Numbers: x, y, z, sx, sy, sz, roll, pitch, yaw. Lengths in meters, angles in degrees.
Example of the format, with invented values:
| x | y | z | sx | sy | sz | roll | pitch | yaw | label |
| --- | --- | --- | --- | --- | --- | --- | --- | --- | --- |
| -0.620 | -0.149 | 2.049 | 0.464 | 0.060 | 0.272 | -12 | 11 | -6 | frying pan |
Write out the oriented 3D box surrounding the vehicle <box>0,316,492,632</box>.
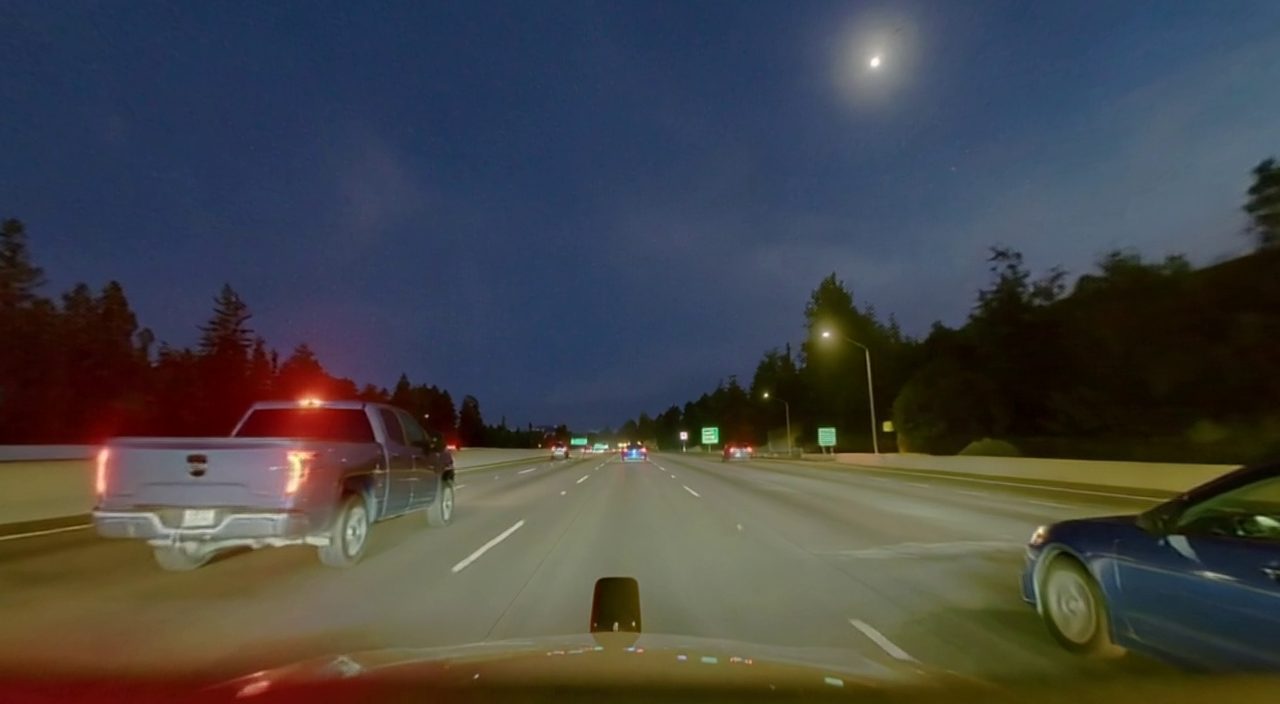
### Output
| x | y | z | sx | sy | sz | roll | pitch | yaw | label |
| --- | --- | --- | --- | --- | --- | --- | --- | --- | --- |
| -3.746 | 1.268 | 7.412 | 2.592 | 2.179 | 6.034 | 0 | -9 | 0 | vehicle |

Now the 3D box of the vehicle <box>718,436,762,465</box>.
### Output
| x | y | z | sx | sy | sz | roll | pitch | yaw | label |
| --- | --- | --- | --- | --- | --- | --- | --- | --- | --- |
| 6.830 | 6.811 | 43.844 | 2.103 | 1.898 | 5.310 | 0 | -9 | -1 | vehicle |

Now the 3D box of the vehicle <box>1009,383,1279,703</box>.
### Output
| x | y | z | sx | sy | sz | roll | pitch | yaw | label |
| --- | --- | --- | --- | --- | --- | --- | --- | --- | --- |
| 3.059 | 0.704 | 0.999 | 2.072 | 1.501 | 4.694 | 0 | -9 | -1 | vehicle |

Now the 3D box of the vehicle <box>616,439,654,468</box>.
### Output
| x | y | z | sx | sy | sz | roll | pitch | yaw | label |
| --- | --- | --- | --- | --- | --- | --- | --- | --- | --- |
| -0.335 | 6.227 | 38.828 | 2.157 | 1.642 | 4.189 | 0 | -9 | -1 | vehicle |
